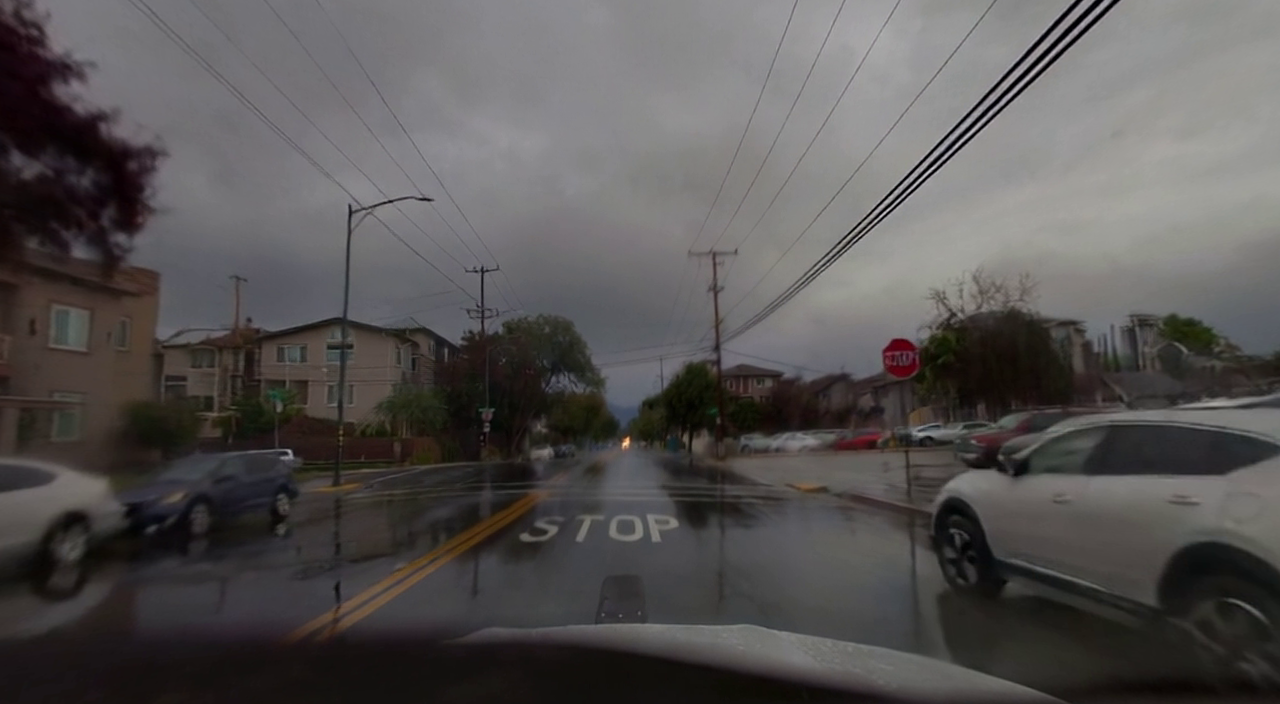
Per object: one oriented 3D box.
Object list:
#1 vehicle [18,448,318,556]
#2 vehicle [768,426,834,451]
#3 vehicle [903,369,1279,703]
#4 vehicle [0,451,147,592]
[{"bbox_3d":[-8.147,2.561,11.676,2.018,1.493,4.693,-1,-8,-1],"label":"vehicle"},{"bbox_3d":[11.325,6.091,44.301,4.509,1.664,1.981,5,-10,-34],"label":"vehicle"},{"bbox_3d":[3.723,1.110,4.292,1.976,1.614,4.052,0,-8,-2],"label":"vehicle"},{"bbox_3d":[-7.871,1.809,6.515,1.904,1.488,4.600,0,-8,-1],"label":"vehicle"}]
